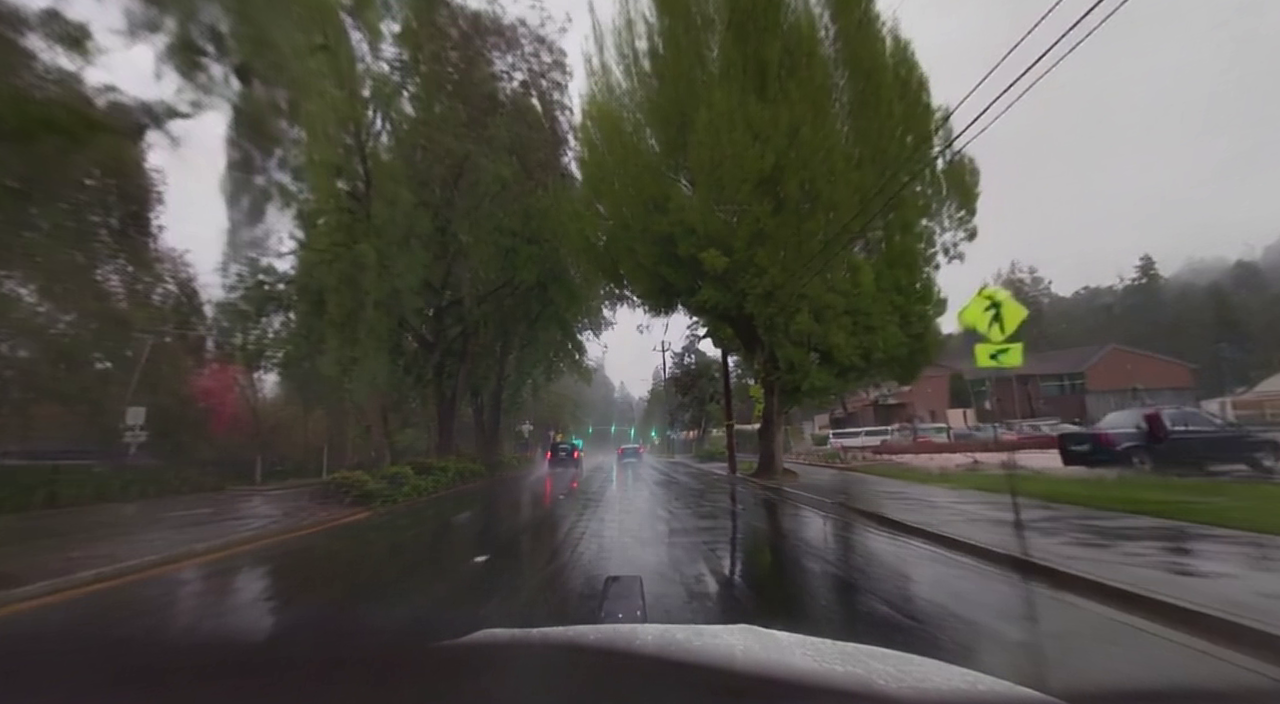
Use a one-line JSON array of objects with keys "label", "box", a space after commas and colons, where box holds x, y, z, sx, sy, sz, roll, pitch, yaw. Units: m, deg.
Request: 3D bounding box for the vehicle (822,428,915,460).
[{"label": "vehicle", "box": [15.205, 6.162, 42.143, 5.230, 2.007, 2.410, 0, -9, 1]}]

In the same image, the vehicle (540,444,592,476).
[{"label": "vehicle", "box": [-3.626, 5.384, 31.613, 2.083, 1.460, 4.527, 0, -8, -1]}]

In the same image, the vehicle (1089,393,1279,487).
[{"label": "vehicle", "box": [12.532, 1.814, 13.817, 4.442, 1.752, 2.008, 1, -2, -16]}]

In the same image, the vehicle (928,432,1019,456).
[{"label": "vehicle", "box": [22.381, 6.198, 42.368, 5.025, 1.532, 1.958, 0, -9, -1]}]

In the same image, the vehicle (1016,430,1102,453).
[{"label": "vehicle", "box": [28.261, 6.043, 42.523, 4.444, 1.482, 1.883, 0, -9, -4]}]

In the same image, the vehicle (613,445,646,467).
[{"label": "vehicle", "box": [-0.746, 7.283, 44.176, 2.187, 1.478, 4.138, 0, -8, -1]}]
